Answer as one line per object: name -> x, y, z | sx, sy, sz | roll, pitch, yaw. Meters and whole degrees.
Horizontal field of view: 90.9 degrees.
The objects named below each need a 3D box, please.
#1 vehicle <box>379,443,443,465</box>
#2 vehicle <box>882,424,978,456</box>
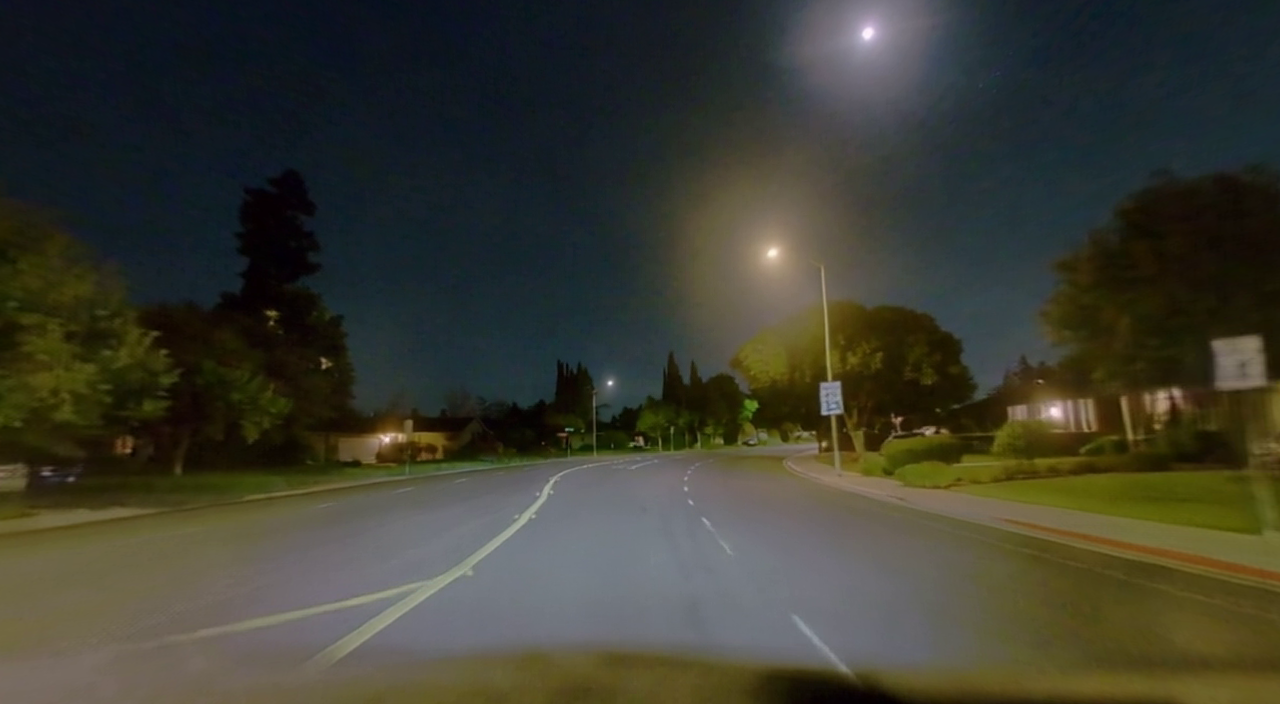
vehicle -> -17.506, 7.787, 48.191 | 4.110, 1.605, 1.968 | -2, -9, 15
vehicle -> 16.818, 5.136, 36.778 | 4.766, 1.789, 1.939 | -3, -9, 16
